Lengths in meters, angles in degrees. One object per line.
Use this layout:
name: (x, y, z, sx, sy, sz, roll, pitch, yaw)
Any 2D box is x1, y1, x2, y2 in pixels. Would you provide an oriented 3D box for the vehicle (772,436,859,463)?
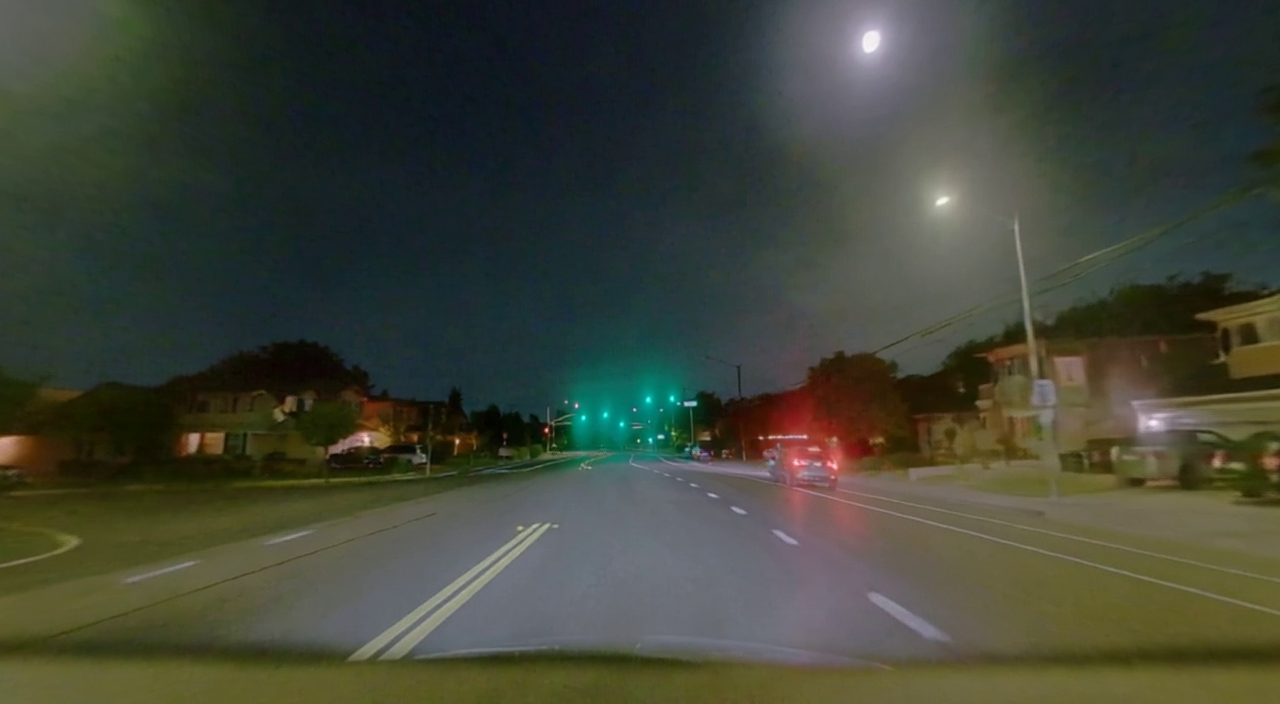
vehicle: (13.550, 7.547, 49.025, 5.974, 1.840, 2.185, -1, -7, -1)

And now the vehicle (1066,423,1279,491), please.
vehicle: (16.607, 3.255, 19.808, 4.782, 1.810, 2.247, -2, -8, 0)

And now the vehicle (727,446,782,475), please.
vehicle: (6.715, 6.402, 37.601, 1.934, 1.504, 4.928, 4, -9, -4)

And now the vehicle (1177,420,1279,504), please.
vehicle: (15.316, 2.459, 14.325, 4.401, 1.756, 1.983, 0, -8, -1)

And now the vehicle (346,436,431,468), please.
vehicle: (-18.842, 7.559, 47.578, 5.096, 2.070, 2.687, 2, -9, 0)

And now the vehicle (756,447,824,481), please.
vehicle: (7.333, 5.518, 31.410, 1.951, 1.528, 4.366, 1, -9, -5)

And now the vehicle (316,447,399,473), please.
vehicle: (-18.625, 7.147, 41.858, 4.598, 1.445, 1.973, -2, -9, -2)
